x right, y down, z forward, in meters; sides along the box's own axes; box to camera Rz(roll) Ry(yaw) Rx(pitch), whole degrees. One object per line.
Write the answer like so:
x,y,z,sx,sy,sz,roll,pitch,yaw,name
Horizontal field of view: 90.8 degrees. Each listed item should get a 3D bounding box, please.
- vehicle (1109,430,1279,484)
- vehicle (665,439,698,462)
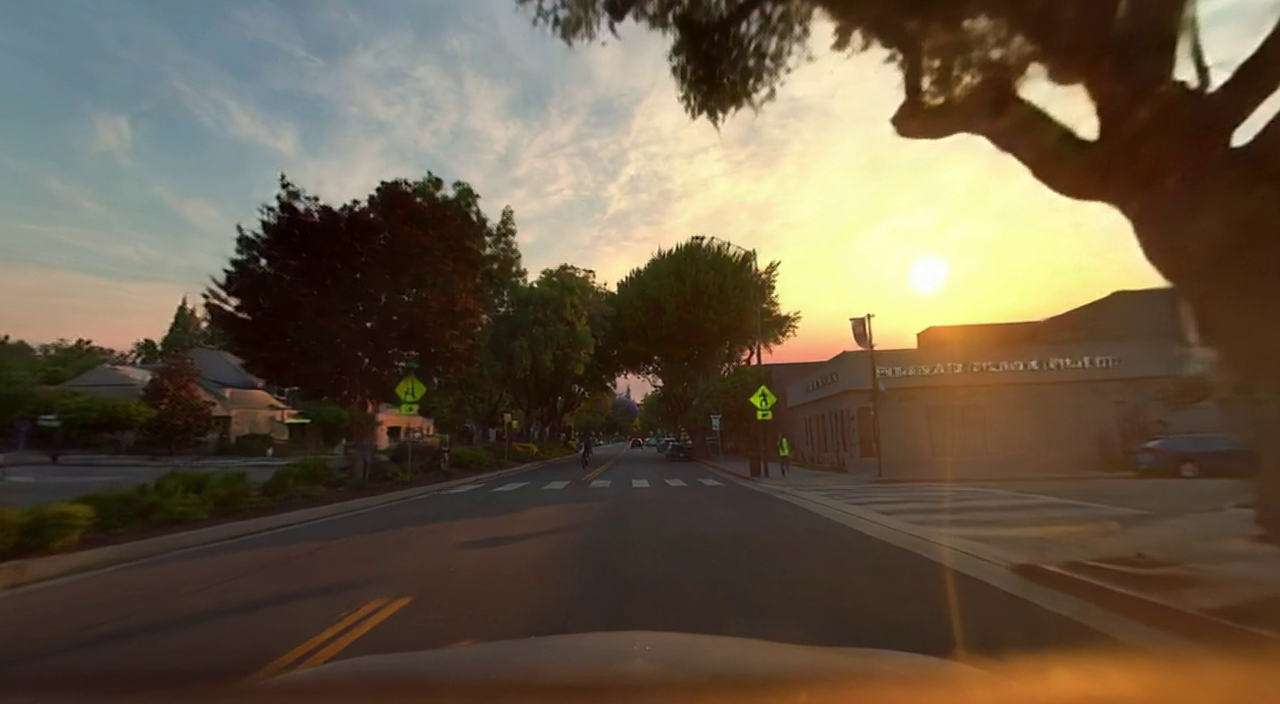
16.693,2.996,18.193,4.563,1.457,2.139,-1,-8,6,vehicle
2.985,7.147,45.916,2.152,1.527,4.010,0,-9,0,vehicle
